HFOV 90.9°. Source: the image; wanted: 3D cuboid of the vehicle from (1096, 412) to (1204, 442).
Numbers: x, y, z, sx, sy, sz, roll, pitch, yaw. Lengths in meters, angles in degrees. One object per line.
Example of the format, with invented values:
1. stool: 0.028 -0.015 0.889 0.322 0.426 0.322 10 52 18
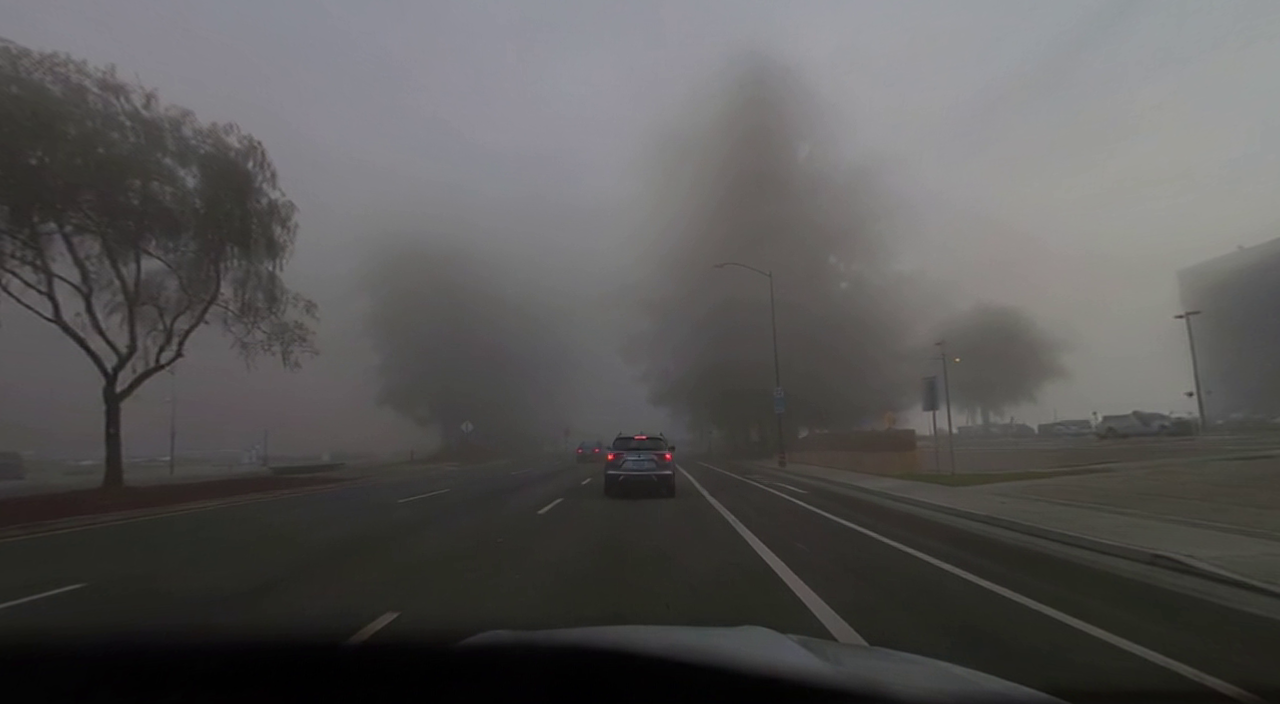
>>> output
1. vehicle: 31.900 4.761 39.680 4.903 1.767 2.105 -5 -10 31

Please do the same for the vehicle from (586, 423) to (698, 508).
1. vehicle: 0.054 2.532 14.536 2.199 1.652 4.101 0 -8 1
